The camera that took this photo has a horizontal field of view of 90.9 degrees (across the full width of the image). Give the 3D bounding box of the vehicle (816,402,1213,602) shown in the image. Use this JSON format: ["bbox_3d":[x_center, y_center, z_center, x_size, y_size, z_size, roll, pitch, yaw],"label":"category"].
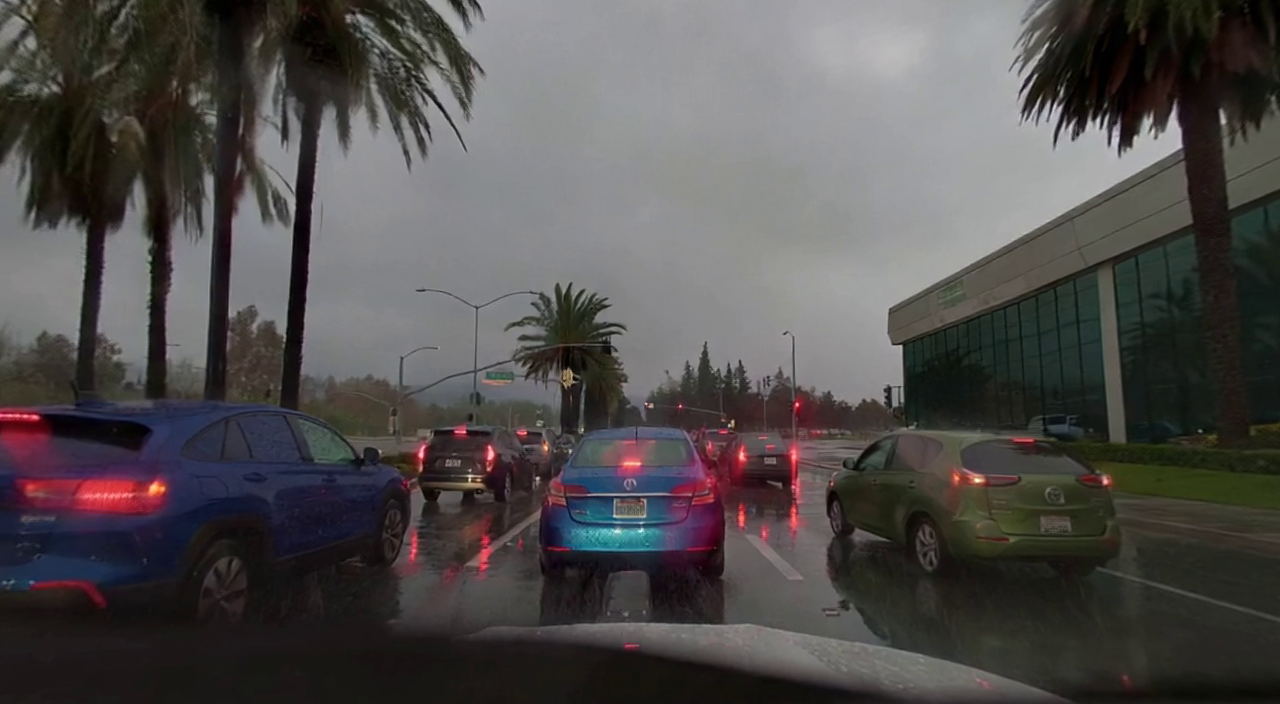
[{"bbox_3d":[3.838,1.615,7.679,2.064,1.696,4.431,0,-8,0],"label":"vehicle"}]

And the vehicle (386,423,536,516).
[{"bbox_3d":[-3.479,2.356,13.076,1.917,1.631,3.768,0,-8,1],"label":"vehicle"}]

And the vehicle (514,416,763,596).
[{"bbox_3d":[-0.060,1.694,7.855,2.219,1.586,4.321,0,-8,-1],"label":"vehicle"}]

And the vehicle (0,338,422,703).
[{"bbox_3d":[-3.540,1.135,5.077,2.014,1.775,4.404,0,-8,-1],"label":"vehicle"}]

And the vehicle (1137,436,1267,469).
[{"bbox_3d":[25.445,4.556,28.657,4.014,1.417,1.777,-1,-8,5],"label":"vehicle"}]
